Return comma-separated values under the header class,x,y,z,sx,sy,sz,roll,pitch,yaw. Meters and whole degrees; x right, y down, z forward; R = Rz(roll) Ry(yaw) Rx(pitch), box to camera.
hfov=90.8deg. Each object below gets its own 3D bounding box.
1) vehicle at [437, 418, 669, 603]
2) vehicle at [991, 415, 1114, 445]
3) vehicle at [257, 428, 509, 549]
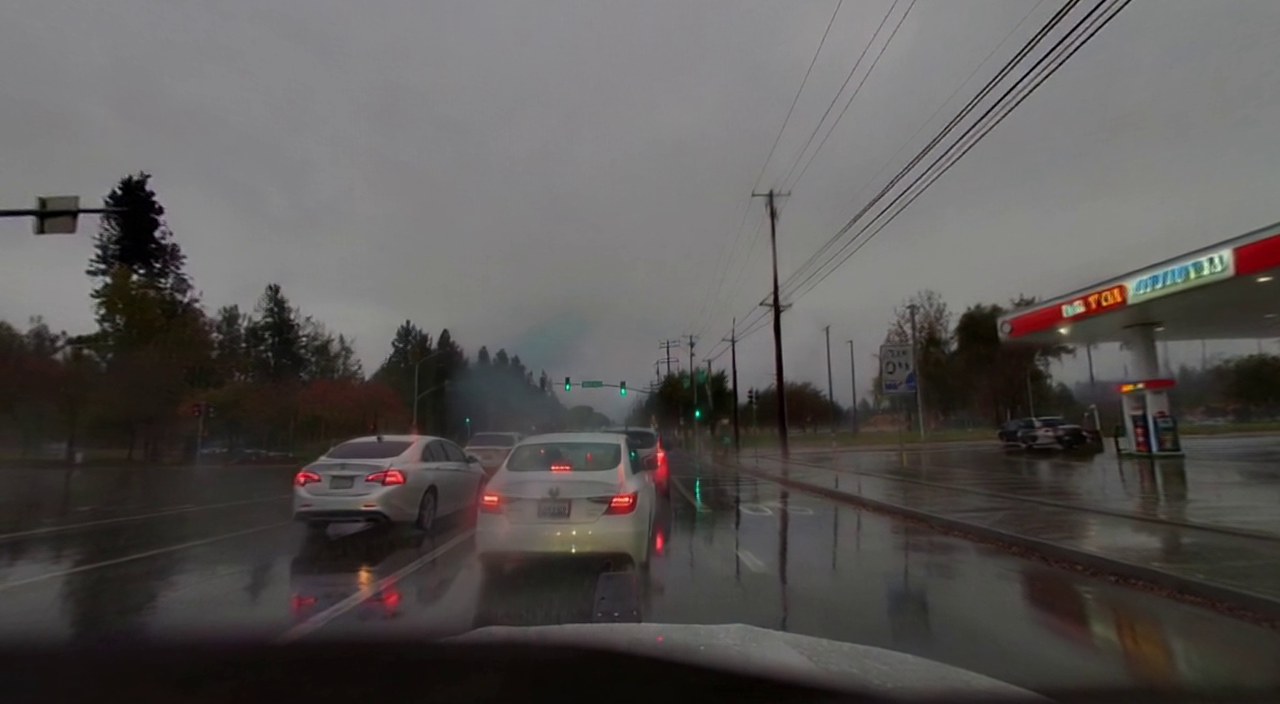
class,x,y,z,sx,sy,sz,roll,pitch,yaw
vehicle,-0.645,1.635,7.493,1.916,1.510,4.447,0,-8,2
vehicle,21.181,4.050,32.580,4.874,1.502,2.048,0,-8,0
vehicle,-3.752,2.081,10.405,1.995,1.506,4.773,0,-8,2
